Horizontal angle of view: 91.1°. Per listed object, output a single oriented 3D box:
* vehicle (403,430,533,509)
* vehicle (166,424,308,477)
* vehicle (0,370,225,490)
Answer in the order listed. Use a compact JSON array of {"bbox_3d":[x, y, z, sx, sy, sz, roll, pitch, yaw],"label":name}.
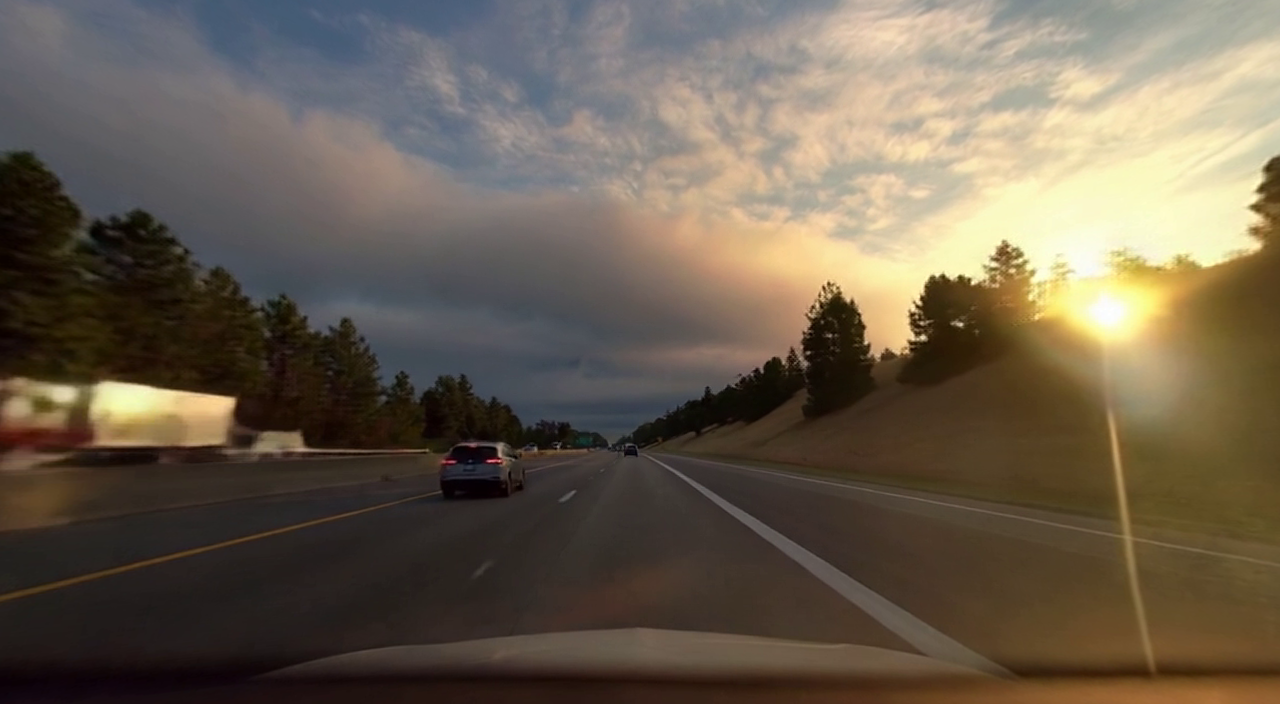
[{"bbox_3d":[-4.213,2.958,16.239,2.111,1.717,4.426,-1,-9,0],"label":"vehicle"},{"bbox_3d":[-13.490,3.344,21.415,2.130,1.573,4.107,0,-9,-1],"label":"vehicle"},{"bbox_3d":[-16.924,2.467,18.893,2.951,2.847,8.682,-1,-9,0],"label":"vehicle"}]
